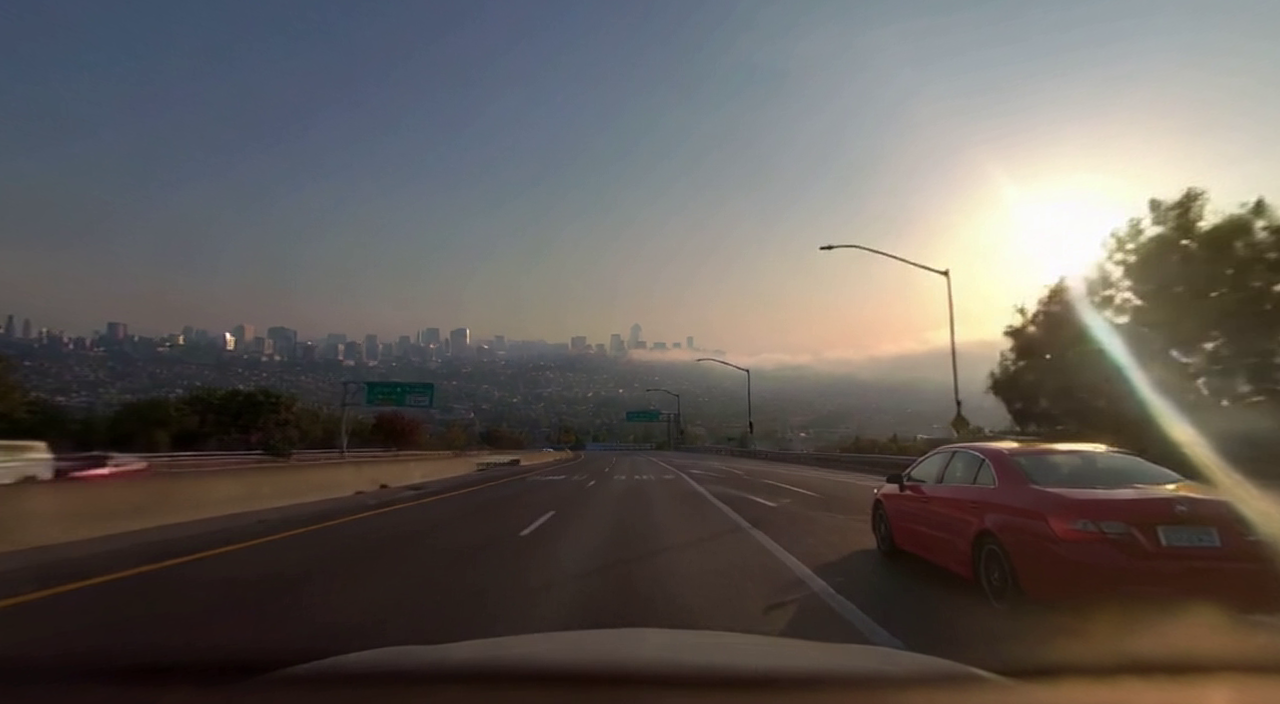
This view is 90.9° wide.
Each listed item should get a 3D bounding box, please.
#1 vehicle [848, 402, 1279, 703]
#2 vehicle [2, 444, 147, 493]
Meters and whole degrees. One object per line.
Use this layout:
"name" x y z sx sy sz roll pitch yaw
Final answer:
"vehicle" 3.721 1.400 5.643 2.104 1.575 4.698 0 -8 0
"vehicle" -23.635 4.853 26.607 2.278 1.868 4.032 0 -8 1
